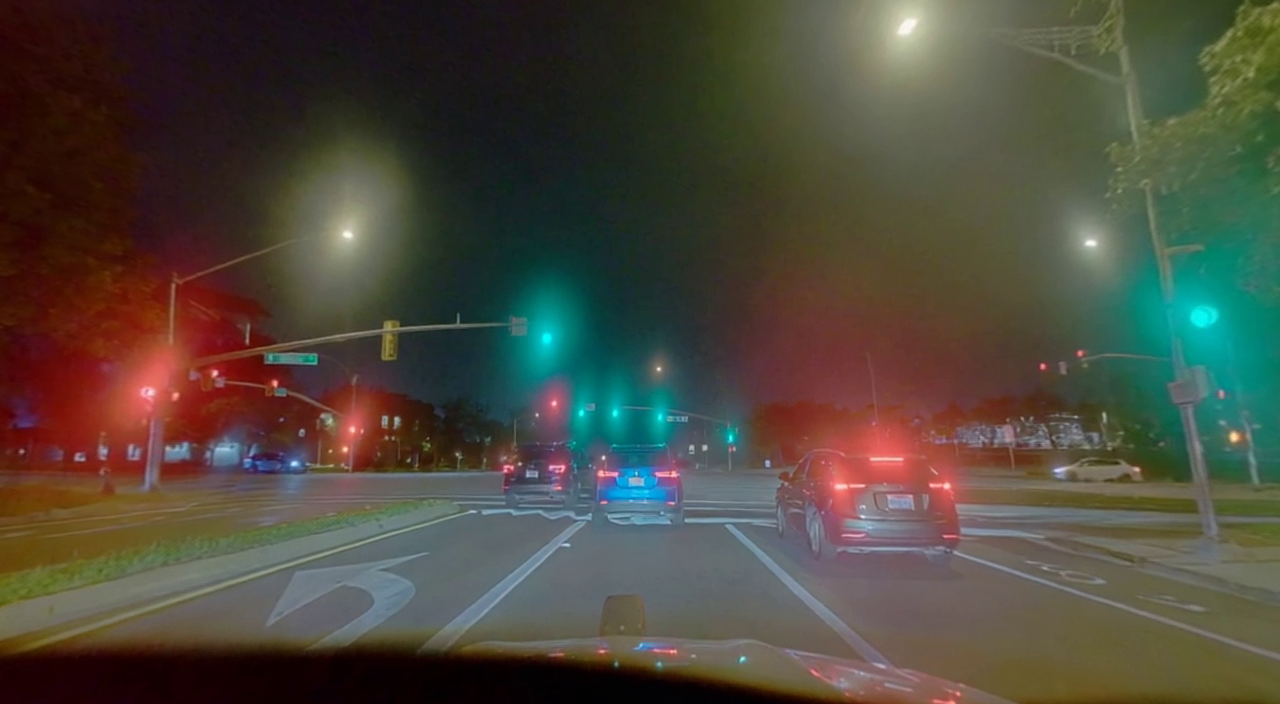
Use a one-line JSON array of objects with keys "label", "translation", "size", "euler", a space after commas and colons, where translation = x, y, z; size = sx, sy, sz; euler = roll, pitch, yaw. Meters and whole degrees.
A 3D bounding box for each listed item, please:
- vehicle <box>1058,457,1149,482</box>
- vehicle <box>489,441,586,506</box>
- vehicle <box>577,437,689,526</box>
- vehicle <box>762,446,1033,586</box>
[{"label": "vehicle", "translation": [32.954, 8.343, 44.793], "size": [4.705, 1.631, 2.053], "euler": [-2, -9, 15]}, {"label": "vehicle", "translation": [-2.822, 3.438, 18.223], "size": [1.987, 1.633, 4.005], "euler": [0, -9, 3]}, {"label": "vehicle", "translation": [-0.103, 2.775, 14.069], "size": [2.108, 1.654, 4.235], "euler": [0, -9, 1]}, {"label": "vehicle", "translation": [3.183, 2.091, 9.012], "size": [2.056, 1.468, 4.520], "euler": [0, -9, 1]}]
